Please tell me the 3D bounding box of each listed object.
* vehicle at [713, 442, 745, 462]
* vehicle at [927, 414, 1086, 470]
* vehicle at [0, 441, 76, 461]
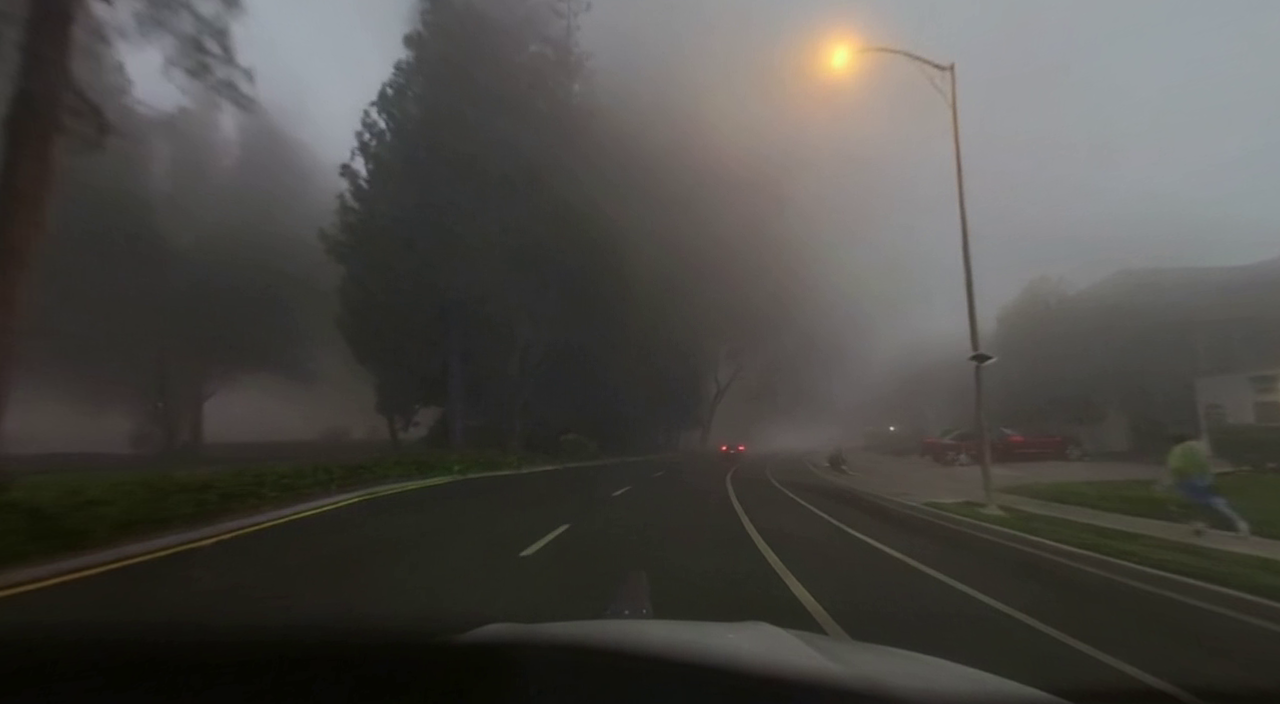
[{"bbox_3d":[6.818,7.579,47.987,2.050,1.456,4.003,-2,-9,12],"label":"vehicle"},{"bbox_3d":[13.983,3.484,24.389,4.672,2.044,2.248,-1,-9,9],"label":"vehicle"},{"bbox_3d":[-47.233,7.672,49.019,4.753,1.513,2.102,-1,-8,4],"label":"vehicle"}]
